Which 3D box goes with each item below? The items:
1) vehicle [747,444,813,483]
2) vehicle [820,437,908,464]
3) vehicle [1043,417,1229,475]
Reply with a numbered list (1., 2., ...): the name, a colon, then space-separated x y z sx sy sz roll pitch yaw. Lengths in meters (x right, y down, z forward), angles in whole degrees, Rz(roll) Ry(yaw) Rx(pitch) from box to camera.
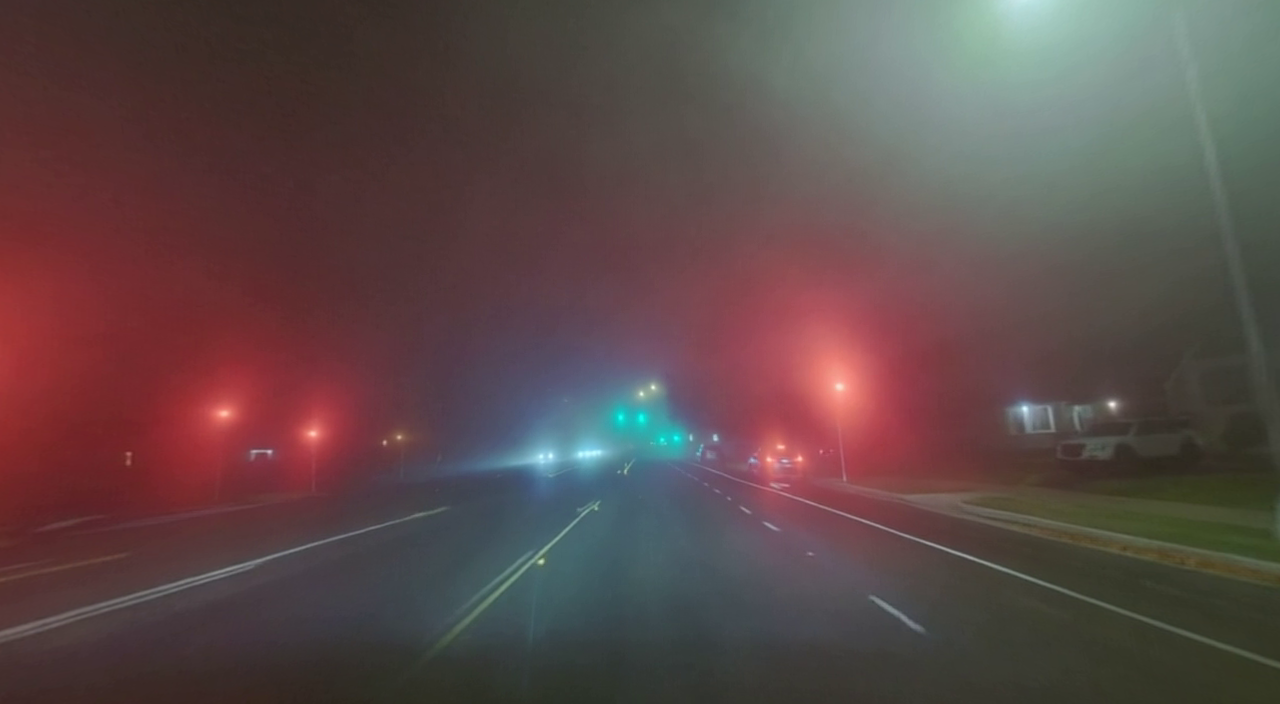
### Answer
1. vehicle: 5.824 4.676 26.817 1.855 1.520 4.808 0 -8 2
2. vehicle: 13.011 5.745 36.784 4.461 1.461 1.805 0 -8 -1
3. vehicle: 14.559 2.782 18.700 3.769 1.598 1.987 0 -8 1
